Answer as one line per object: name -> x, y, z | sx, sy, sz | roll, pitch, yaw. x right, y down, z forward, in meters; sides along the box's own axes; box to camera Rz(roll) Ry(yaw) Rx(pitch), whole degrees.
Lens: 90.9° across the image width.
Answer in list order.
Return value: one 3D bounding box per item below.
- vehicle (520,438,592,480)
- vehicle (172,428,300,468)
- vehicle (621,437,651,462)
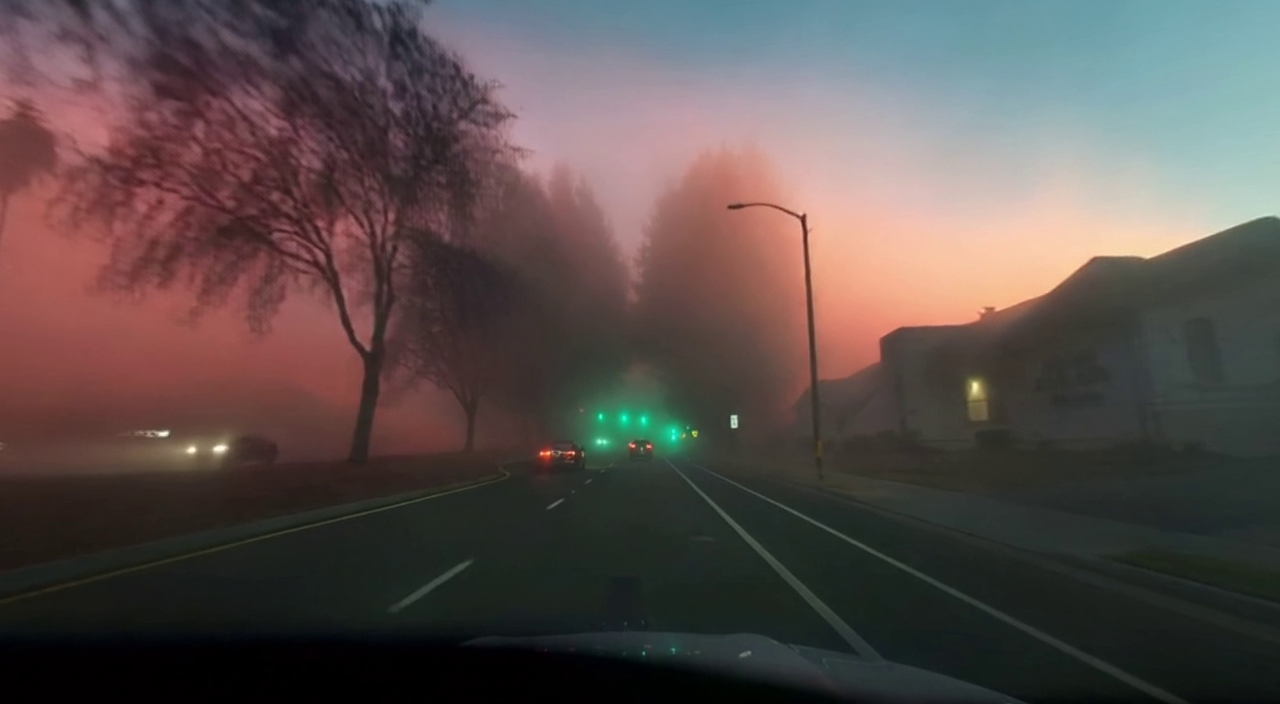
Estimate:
vehicle -> -3.118, 4.090, 24.393 | 2.015, 1.470, 4.458 | 0, -8, 2
vehicle -> -16.938, 4.076, 26.812 | 2.341, 1.527, 4.616 | 0, -8, 1
vehicle -> -0.284, 7.211, 46.894 | 2.153, 1.764, 4.047 | 0, -8, 0
